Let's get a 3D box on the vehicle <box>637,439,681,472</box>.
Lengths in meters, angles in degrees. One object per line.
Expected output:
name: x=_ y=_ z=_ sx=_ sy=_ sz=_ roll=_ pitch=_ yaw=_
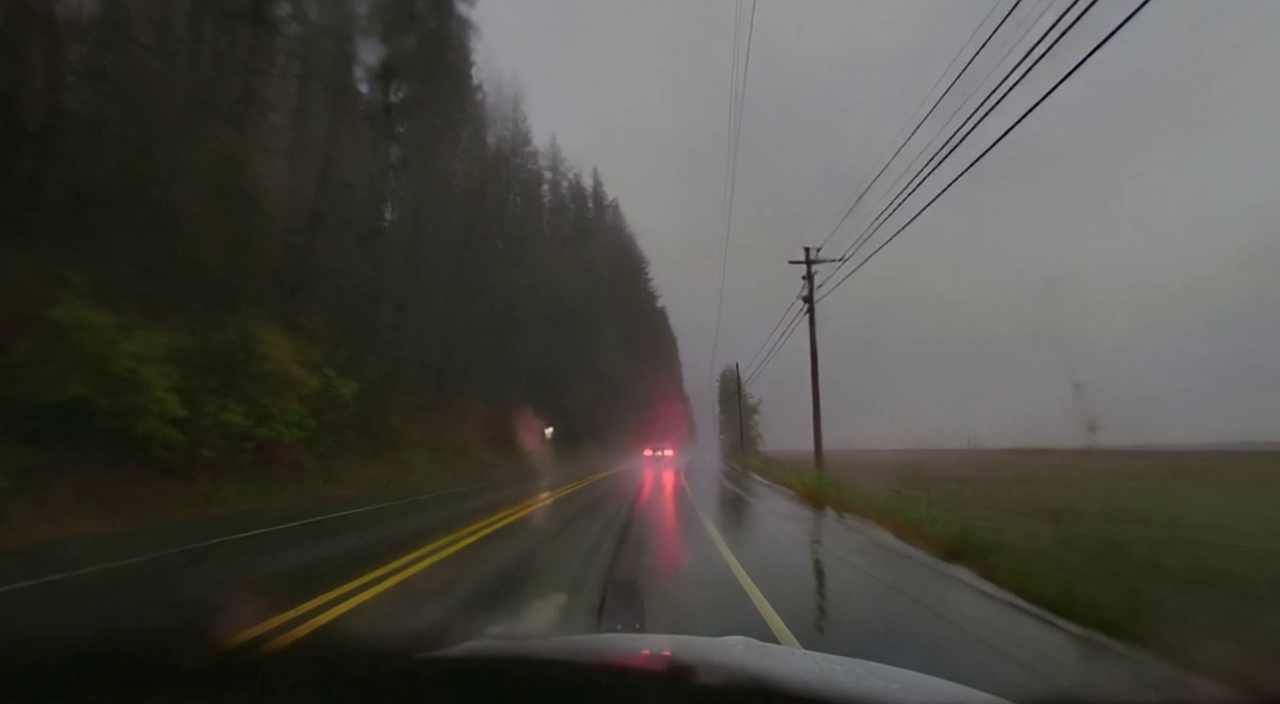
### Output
vehicle: x=1.010 y=5.219 z=32.044 sx=2.059 sy=1.524 sz=3.963 roll=-1 pitch=-9 yaw=4
